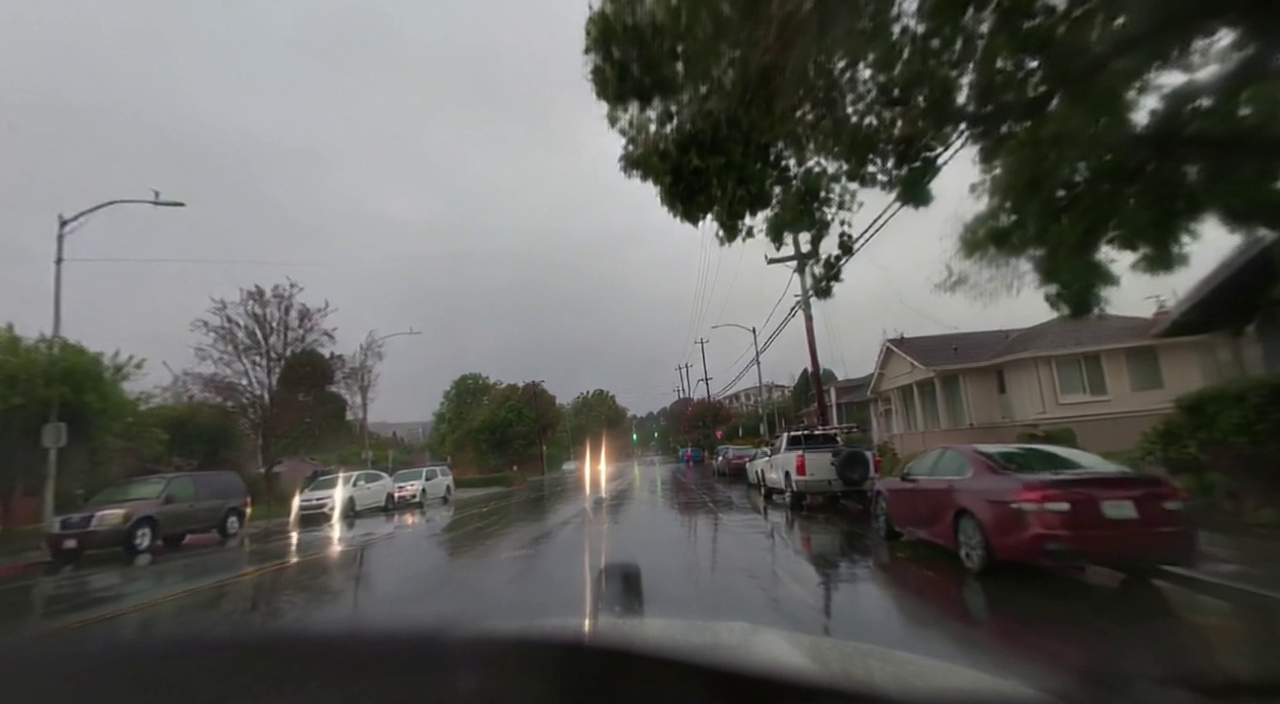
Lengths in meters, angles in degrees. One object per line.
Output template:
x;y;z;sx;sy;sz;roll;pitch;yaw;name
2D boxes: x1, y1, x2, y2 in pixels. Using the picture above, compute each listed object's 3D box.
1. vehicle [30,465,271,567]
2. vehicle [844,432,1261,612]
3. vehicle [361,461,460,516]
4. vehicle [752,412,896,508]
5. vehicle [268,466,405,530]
-10.972;3.629;14.727;1.937;1.837;4.414;-1;-8;2;vehicle
4.332;1.845;7.974;1.927;1.483;5.100;-1;-9;2;vehicle
-10.291;6.130;28.955;2.282;2.060;5.738;0;-8;1;vehicle
4.672;2.879;17.212;2.330;2.160;5.550;0;-8;1;vehicle
-10.719;5.164;22.933;2.089;1.837;5.499;-1;-8;2;vehicle
